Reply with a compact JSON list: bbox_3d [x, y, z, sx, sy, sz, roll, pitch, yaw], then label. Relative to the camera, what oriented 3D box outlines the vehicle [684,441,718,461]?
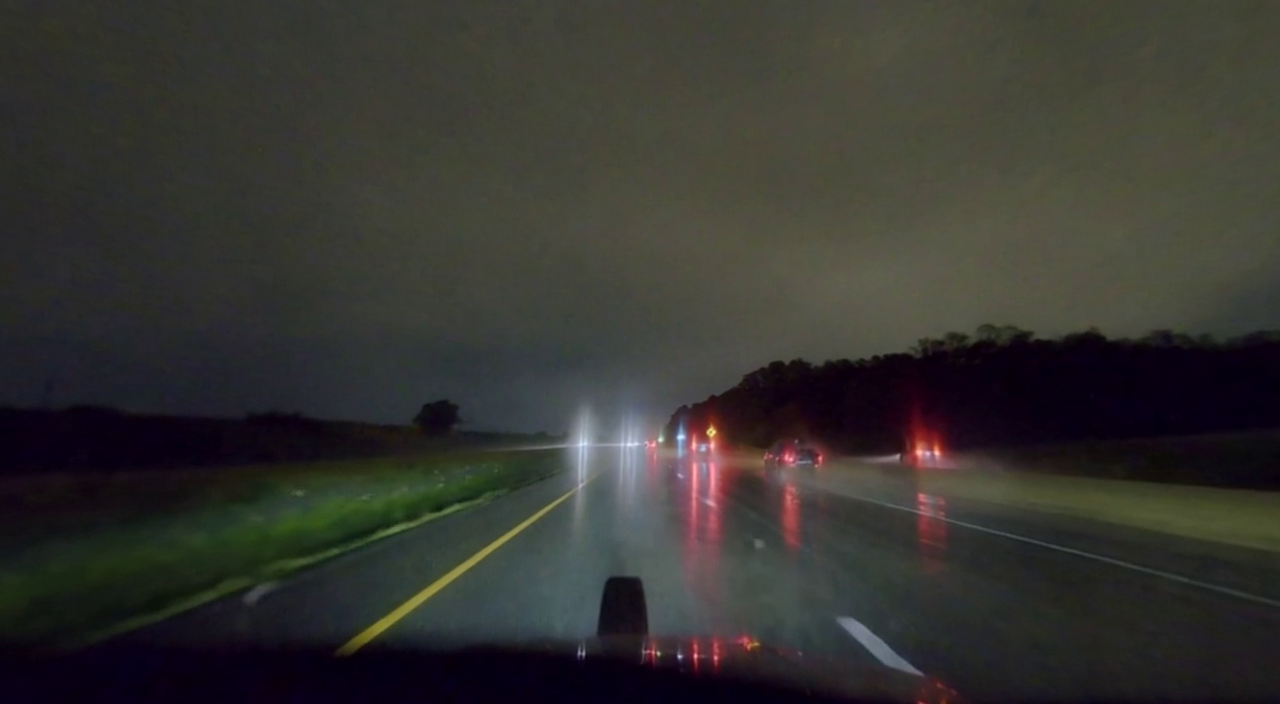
[{"bbox_3d":[4.577,7.509,48.031,2.012,1.476,4.256,0,-8,-2],"label":"vehicle"}]
